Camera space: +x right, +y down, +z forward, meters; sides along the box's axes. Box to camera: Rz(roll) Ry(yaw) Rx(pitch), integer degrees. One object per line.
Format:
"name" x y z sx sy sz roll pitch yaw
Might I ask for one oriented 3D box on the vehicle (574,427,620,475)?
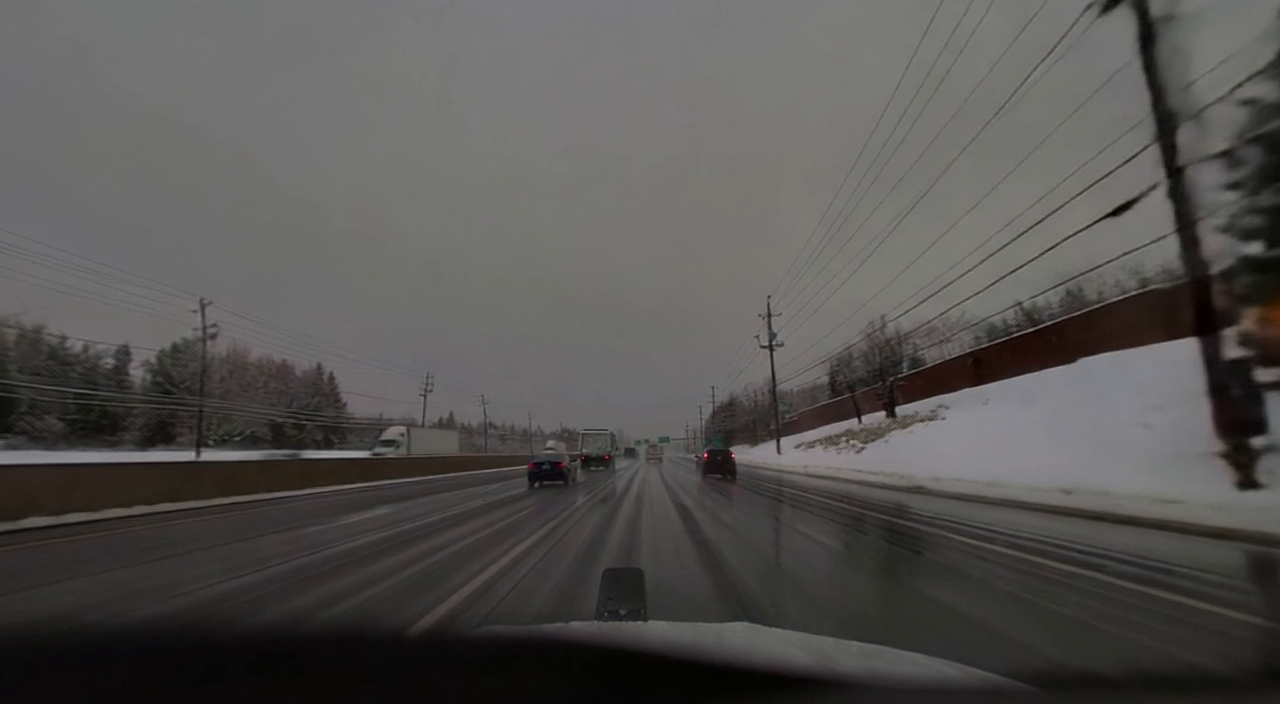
"vehicle" -2.933 7.081 45.282 2.632 3.153 6.879 0 -9 2

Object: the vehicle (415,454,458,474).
"vehicle" -14.969 8.264 46.514 1.773 1.382 3.814 0 -9 2

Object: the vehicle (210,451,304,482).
"vehicle" -19.251 5.747 31.902 1.988 1.452 4.228 0 -9 2

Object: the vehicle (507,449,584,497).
"vehicle" -3.187 4.156 22.088 2.004 1.498 4.043 0 -9 1

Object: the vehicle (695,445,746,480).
"vehicle" 4.426 6.177 35.482 2.214 1.799 4.627 0 -9 -1
